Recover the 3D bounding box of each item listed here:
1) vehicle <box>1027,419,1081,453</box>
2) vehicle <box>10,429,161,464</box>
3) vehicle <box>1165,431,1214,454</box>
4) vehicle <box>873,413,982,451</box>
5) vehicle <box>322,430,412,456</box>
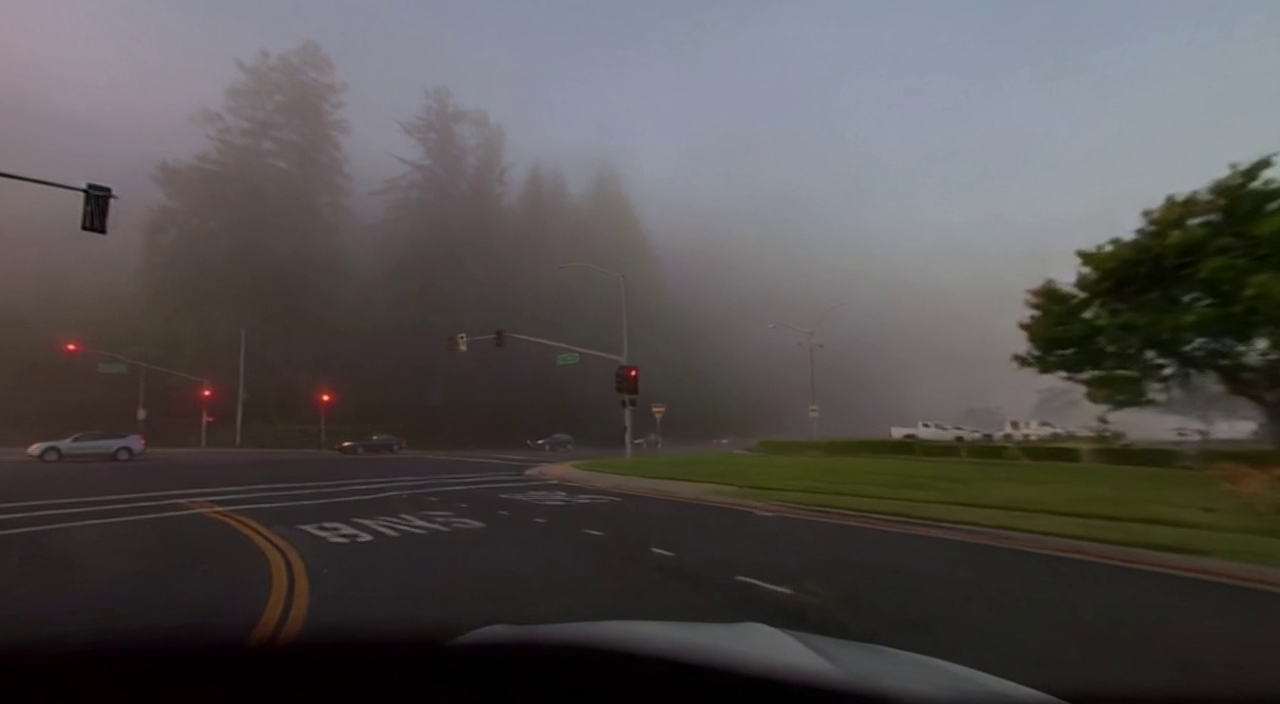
[{"bbox_3d":[25.323,5.185,38.587,2.402,1.920,5.467,-5,-10,30],"label":"vehicle"},{"bbox_3d":[-25.461,4.365,29.007,1.847,1.461,4.853,-7,-11,38],"label":"vehicle"},{"bbox_3d":[34.663,5.731,39.716,1.844,1.408,4.212,-6,-10,35],"label":"vehicle"},{"bbox_3d":[18.376,5.172,40.286,5.939,2.249,2.437,-6,-10,33],"label":"vehicle"},{"bbox_3d":[-16.916,5.668,39.115,1.828,1.462,4.740,-7,-11,39],"label":"vehicle"}]
